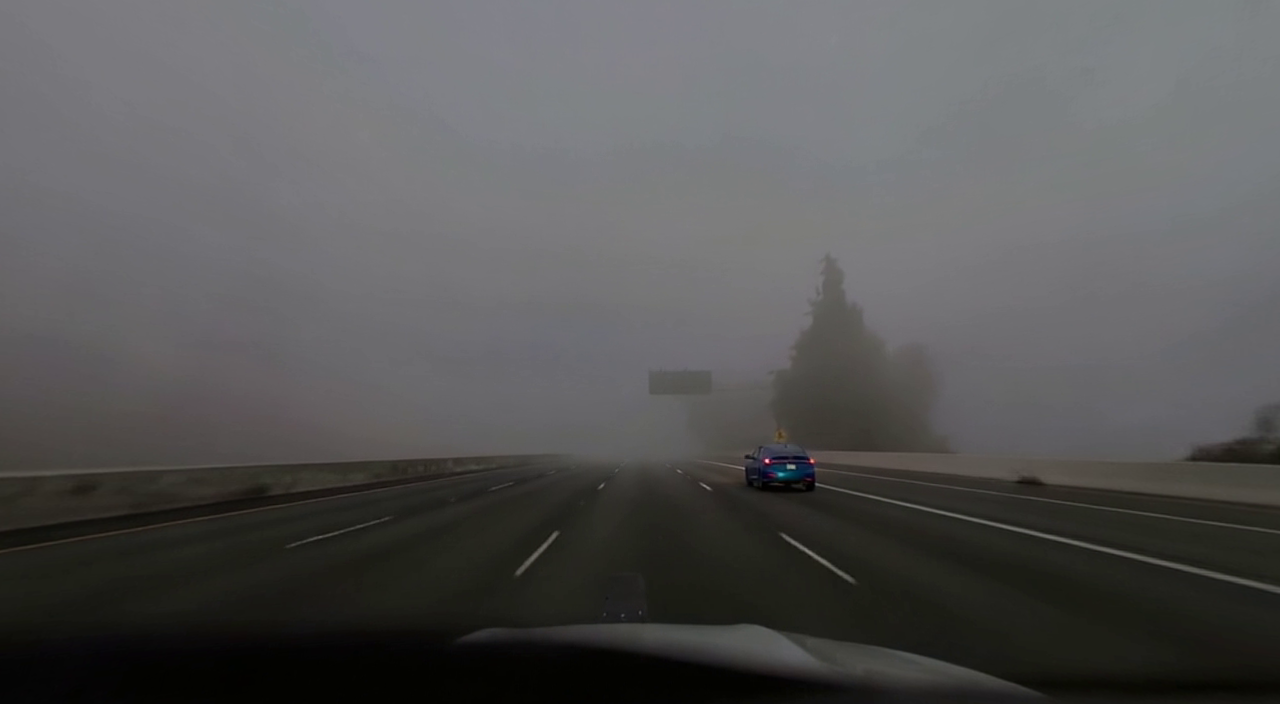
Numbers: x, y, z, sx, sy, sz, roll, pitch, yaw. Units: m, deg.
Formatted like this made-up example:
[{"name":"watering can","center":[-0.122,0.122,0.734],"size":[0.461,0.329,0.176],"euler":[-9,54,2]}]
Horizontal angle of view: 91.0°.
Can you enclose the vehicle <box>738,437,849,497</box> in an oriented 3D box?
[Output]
[{"name":"vehicle","center":[4.236,3.262,18.199],"size":[2.033,1.501,4.398],"euler":[0,-9,-1]}]
